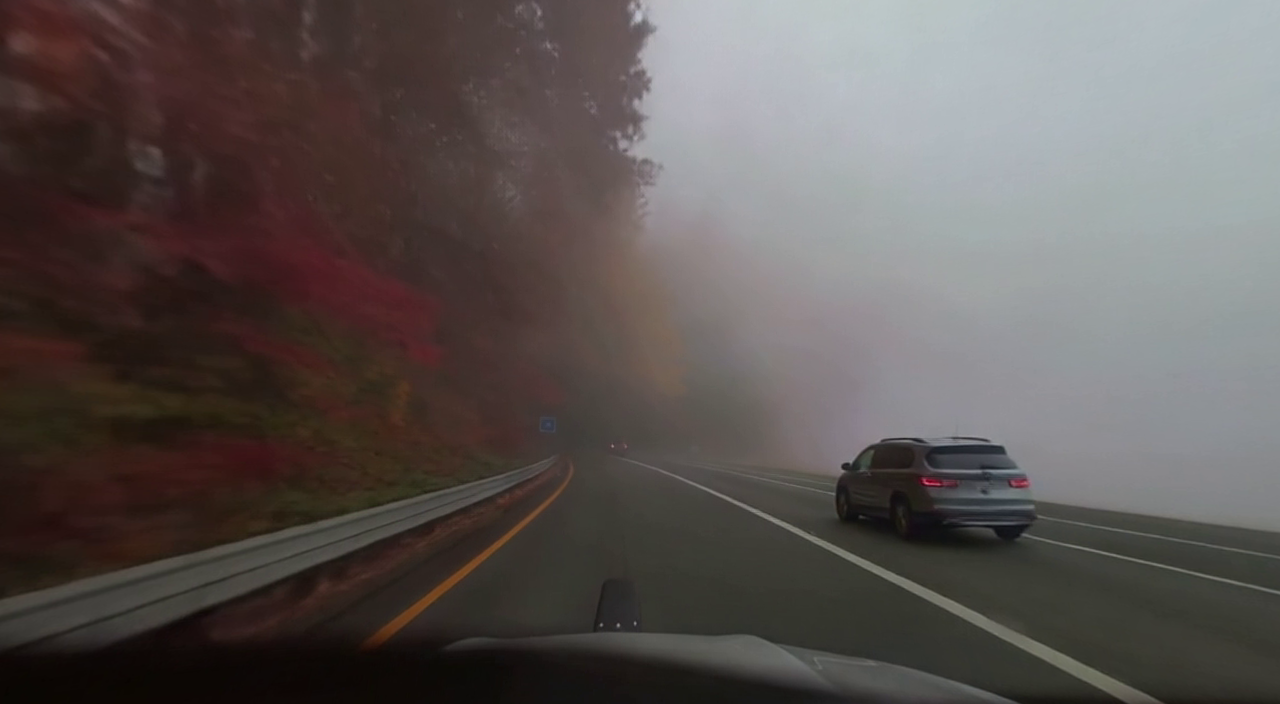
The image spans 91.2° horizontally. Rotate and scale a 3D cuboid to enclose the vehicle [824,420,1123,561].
[{"bbox_3d":[4.348,1.868,9.101,1.952,1.536,4.036,0,-9,-3],"label":"vehicle"}]
